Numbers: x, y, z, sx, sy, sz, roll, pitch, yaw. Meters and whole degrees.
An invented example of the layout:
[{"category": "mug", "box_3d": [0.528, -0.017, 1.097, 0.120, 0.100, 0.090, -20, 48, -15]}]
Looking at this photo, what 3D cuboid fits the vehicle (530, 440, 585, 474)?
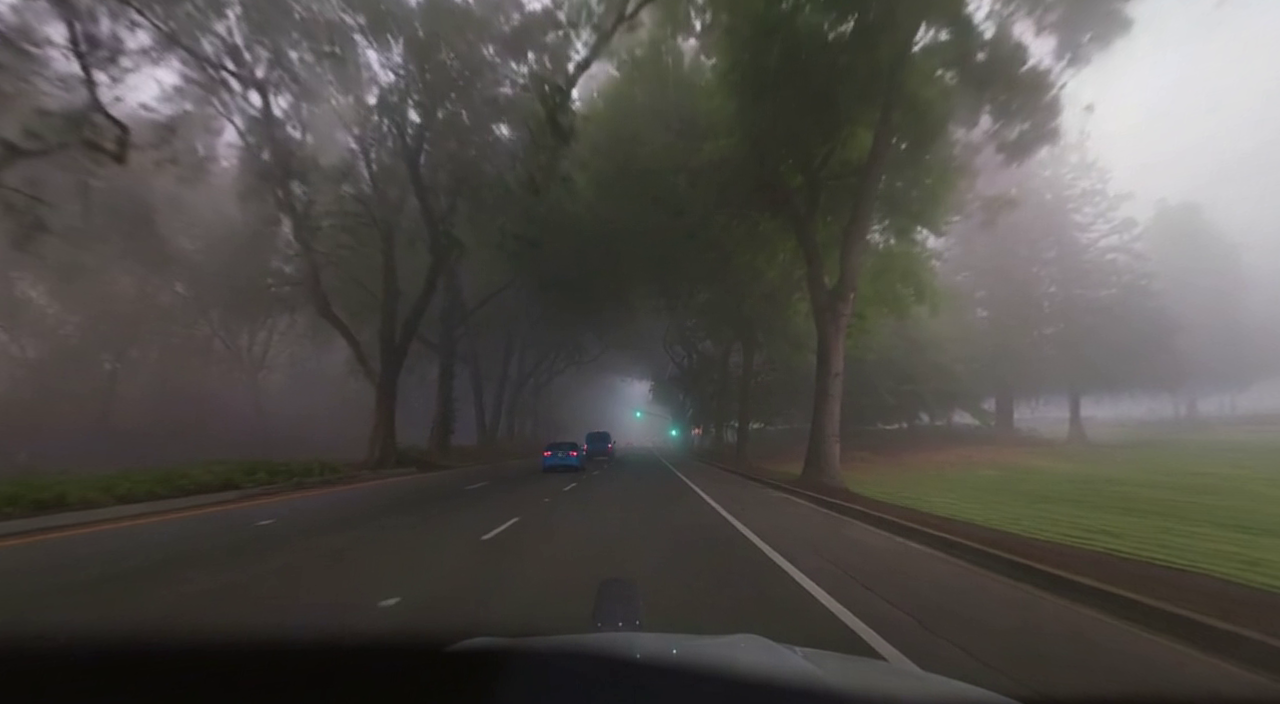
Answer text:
[{"category": "vehicle", "box_3d": [-3.842, 4.955, 30.012, 2.009, 1.473, 4.028, 0, -8, 1]}]
